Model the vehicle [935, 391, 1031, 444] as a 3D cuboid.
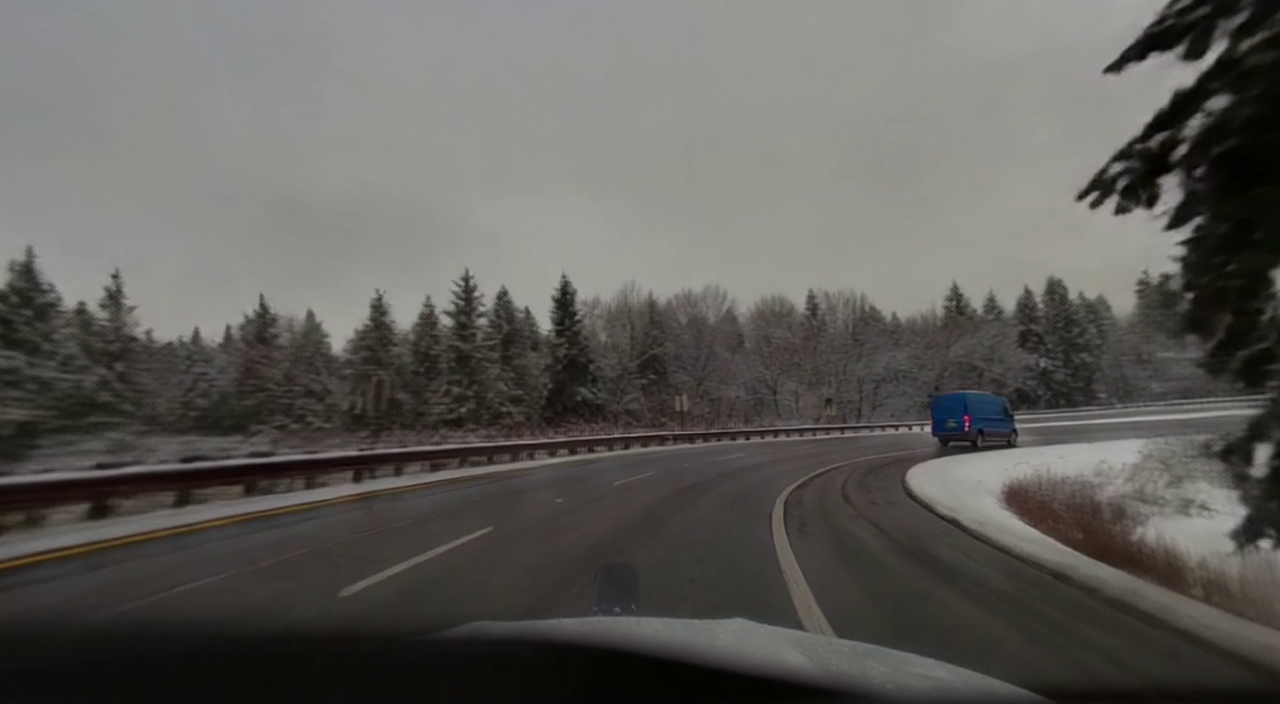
[{"bbox_3d":[18.078,3.475,33.117,5.330,2.577,2.352,5,-9,-37],"label":"vehicle"}]
